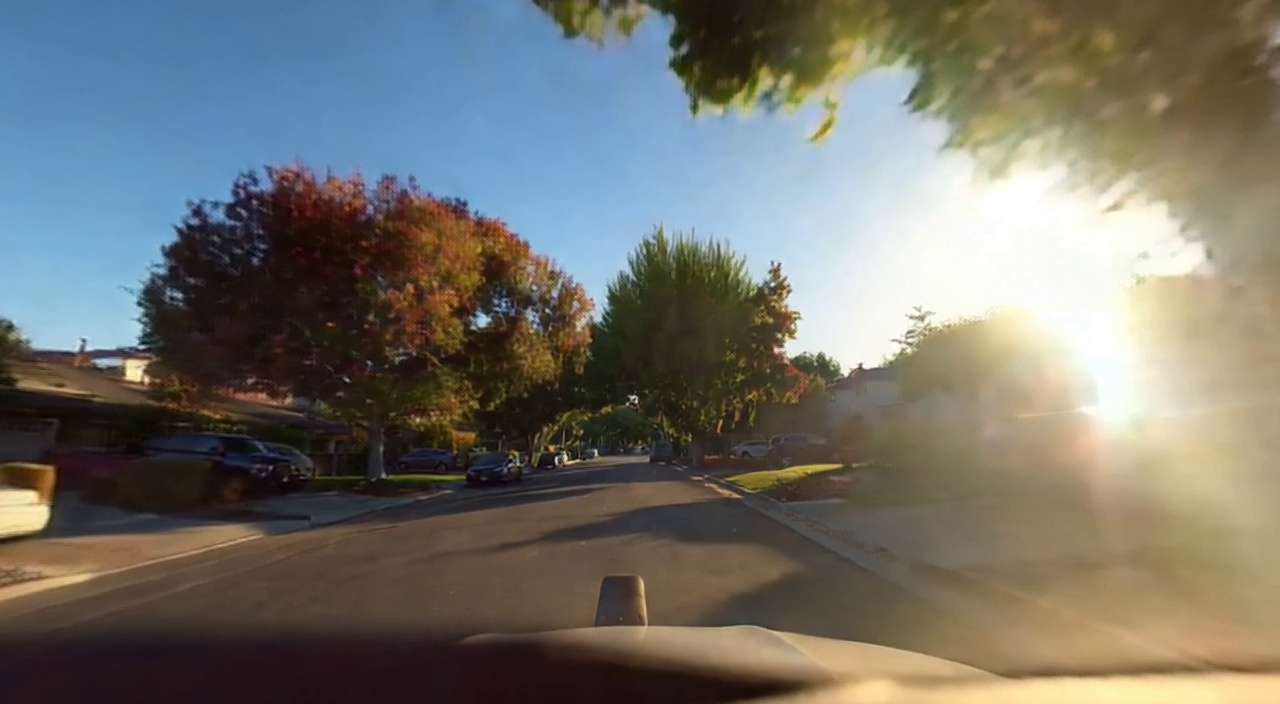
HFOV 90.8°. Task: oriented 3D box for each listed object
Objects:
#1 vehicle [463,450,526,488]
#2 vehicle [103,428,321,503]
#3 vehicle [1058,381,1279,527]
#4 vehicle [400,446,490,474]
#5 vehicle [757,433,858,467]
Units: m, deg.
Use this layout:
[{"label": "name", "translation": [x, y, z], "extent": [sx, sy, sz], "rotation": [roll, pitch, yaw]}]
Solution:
[{"label": "vehicle", "translation": [-6.257, 5.051, 27.523], "extent": [1.878, 1.496, 3.535], "rotation": [0, -9, 1]}, {"label": "vehicle", "translation": [-12.331, 3.281, 18.484], "extent": [4.753, 2.028, 2.079], "rotation": [0, -9, 0]}, {"label": "vehicle", "translation": [8.571, 1.378, 8.620], "extent": [4.334, 1.750, 1.900], "rotation": [1, -8, -1]}, {"label": "vehicle", "translation": [-12.122, 6.749, 39.513], "extent": [4.972, 1.623, 1.884], "rotation": [0, -9, 0]}, {"label": "vehicle", "translation": [8.501, 5.014, 32.318], "extent": [4.599, 1.652, 1.903], "rotation": [1, -9, -3]}]
